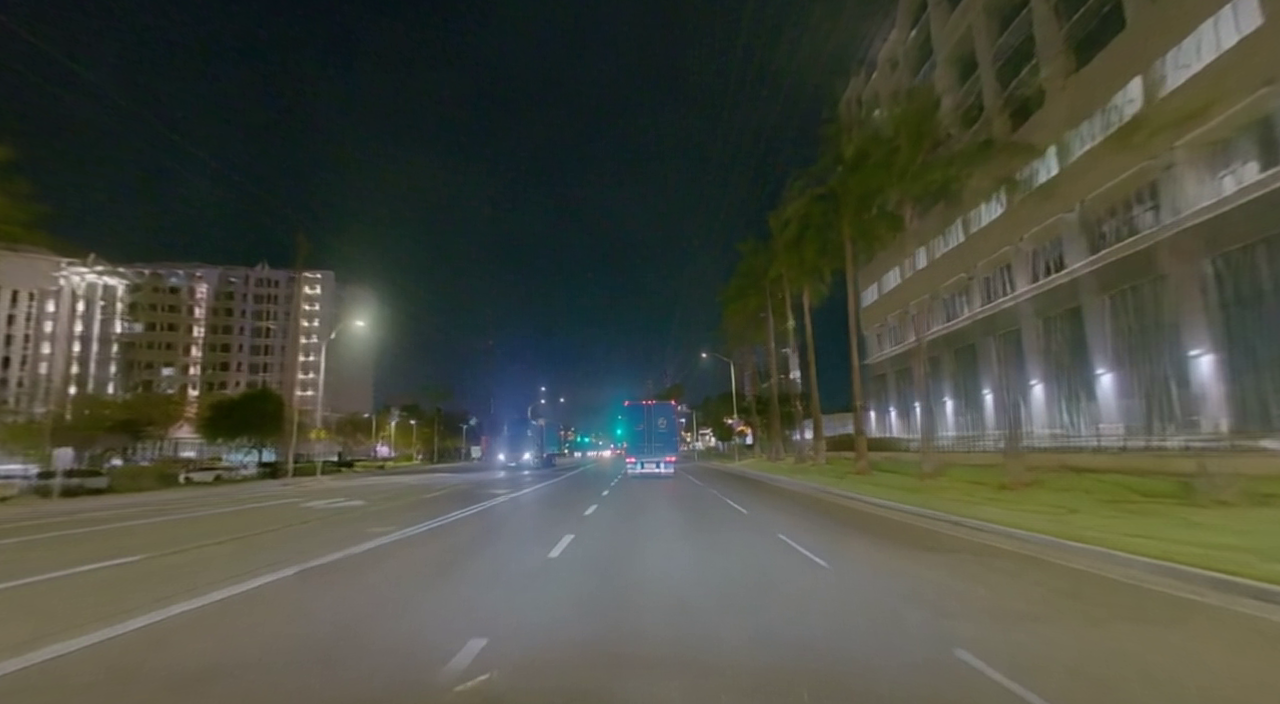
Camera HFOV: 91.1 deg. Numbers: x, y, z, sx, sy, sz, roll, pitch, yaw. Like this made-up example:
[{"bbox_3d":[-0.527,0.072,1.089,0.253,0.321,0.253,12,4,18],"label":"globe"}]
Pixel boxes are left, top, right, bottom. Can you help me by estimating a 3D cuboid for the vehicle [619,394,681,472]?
[{"bbox_3d":[0.324,4.992,37.723,2.992,3.949,11.815,0,-9,-2],"label":"vehicle"}]
